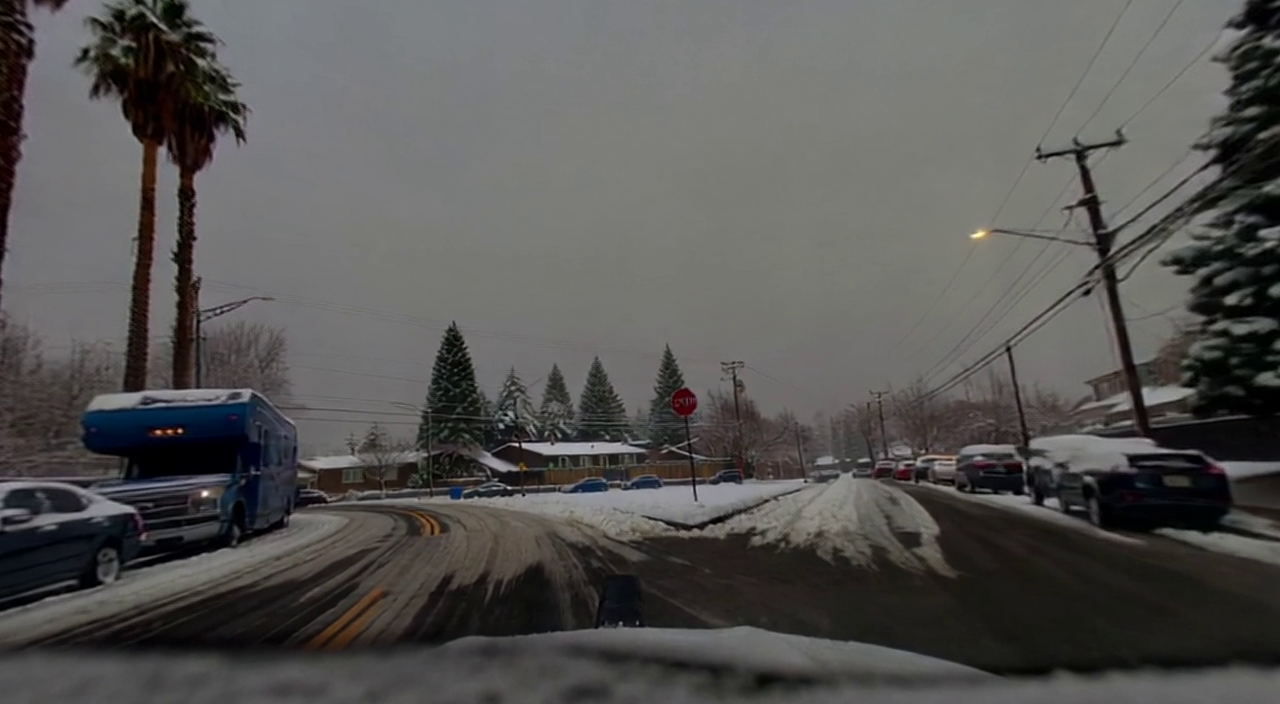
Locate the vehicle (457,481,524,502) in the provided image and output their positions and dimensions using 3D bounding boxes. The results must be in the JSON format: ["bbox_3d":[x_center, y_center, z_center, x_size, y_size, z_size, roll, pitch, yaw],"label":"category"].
[{"bbox_3d":[-11.598,10.876,49.275,4.966,1.377,1.739,1,-9,-9],"label":"vehicle"}]

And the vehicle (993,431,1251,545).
[{"bbox_3d":[9.902,2.740,13.864,2.508,1.887,5.930,-3,-8,17],"label":"vehicle"}]

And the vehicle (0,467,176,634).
[{"bbox_3d":[-7.931,2.267,7.473,2.103,1.599,4.865,1,-9,-13],"label":"vehicle"}]

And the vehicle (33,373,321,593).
[{"bbox_3d":[-10.863,3.047,16.695,3.216,3.720,11.364,2,-9,-22],"label":"vehicle"}]

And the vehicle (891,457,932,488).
[{"bbox_3d":[19.655,8.702,45.943,1.974,1.894,4.810,-3,-8,14],"label":"vehicle"}]
